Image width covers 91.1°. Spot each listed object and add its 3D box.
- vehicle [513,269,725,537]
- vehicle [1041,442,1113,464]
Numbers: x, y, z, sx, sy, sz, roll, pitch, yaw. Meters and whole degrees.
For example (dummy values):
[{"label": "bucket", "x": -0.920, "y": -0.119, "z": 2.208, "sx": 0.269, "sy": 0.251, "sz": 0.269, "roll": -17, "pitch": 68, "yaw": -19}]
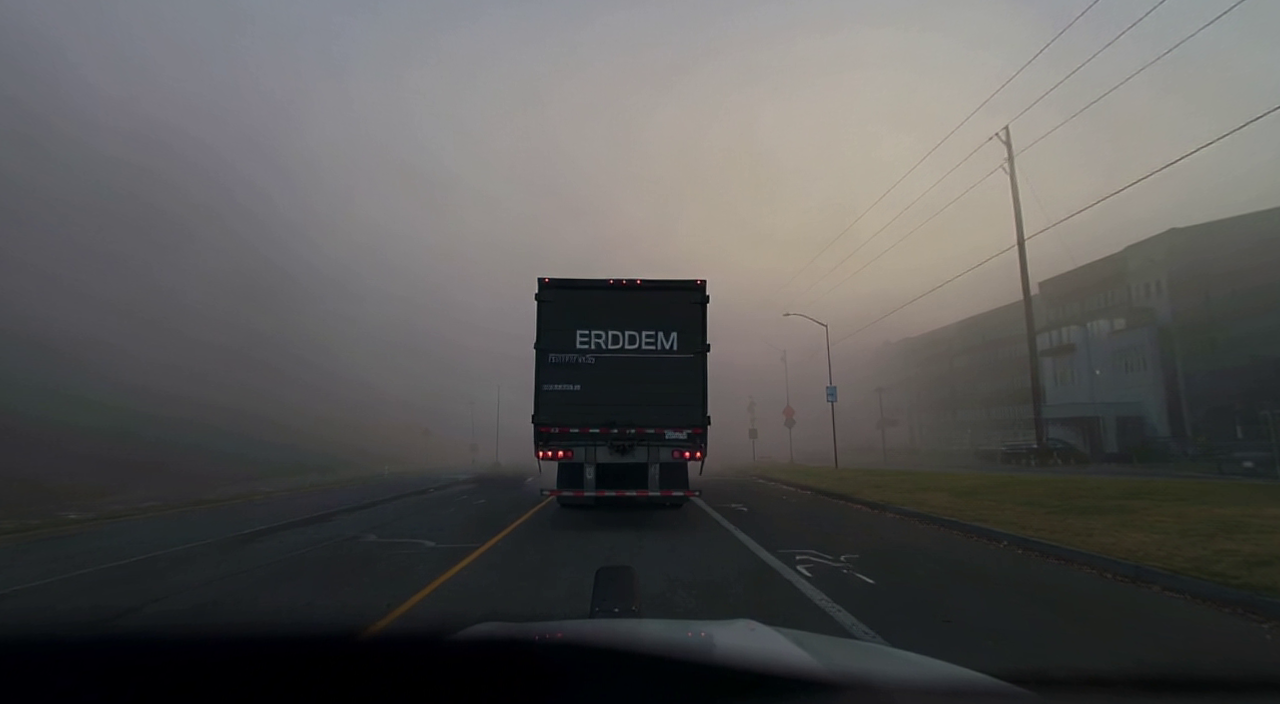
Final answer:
[{"label": "vehicle", "x": -0.186, "y": 1.289, "z": 13.406, "sx": 2.876, "sy": 3.724, "sz": 9.351, "roll": -1, "pitch": -8, "yaw": 1}, {"label": "vehicle", "x": 31.366, "y": 7.221, "z": 45.168, "sx": 1.652, "sy": 1.423, "sz": 3.797, "roll": 5, "pitch": -9, "yaw": -35}]
